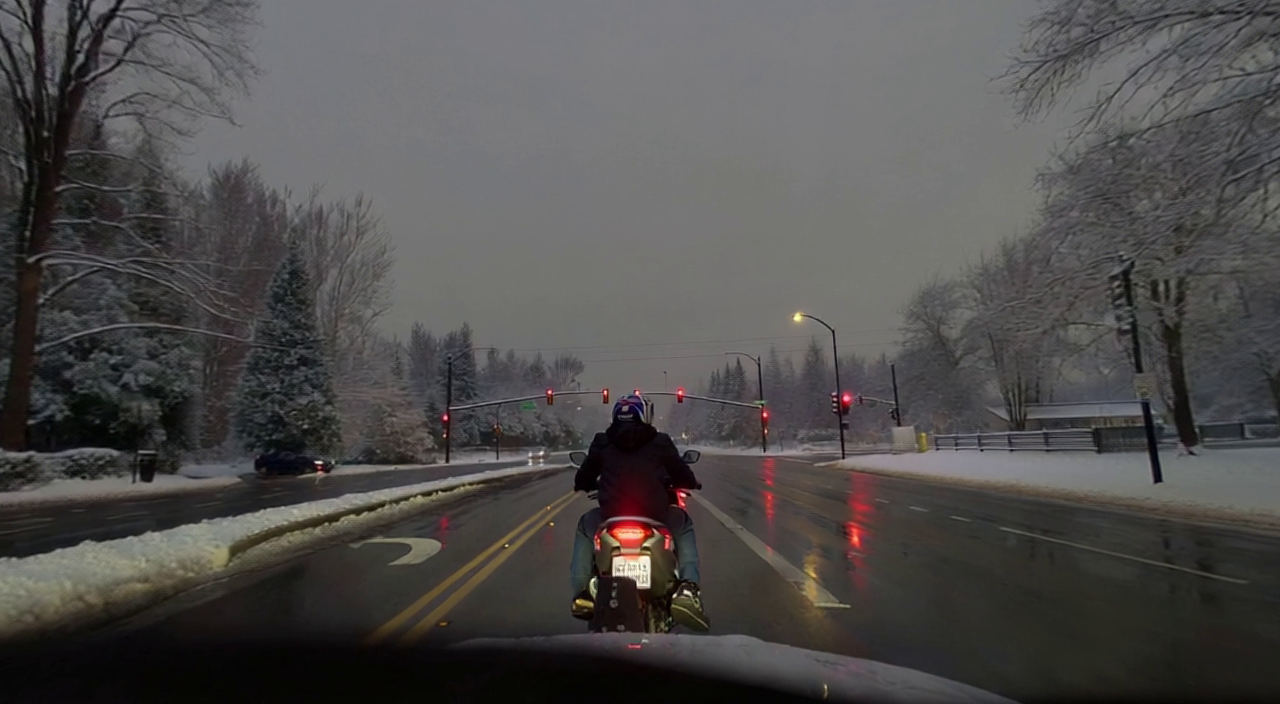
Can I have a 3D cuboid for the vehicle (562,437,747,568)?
[{"bbox_3d":[0.125,2.025,9.418,2.093,1.450,4.437,0,-8,-1],"label":"vehicle"}]
